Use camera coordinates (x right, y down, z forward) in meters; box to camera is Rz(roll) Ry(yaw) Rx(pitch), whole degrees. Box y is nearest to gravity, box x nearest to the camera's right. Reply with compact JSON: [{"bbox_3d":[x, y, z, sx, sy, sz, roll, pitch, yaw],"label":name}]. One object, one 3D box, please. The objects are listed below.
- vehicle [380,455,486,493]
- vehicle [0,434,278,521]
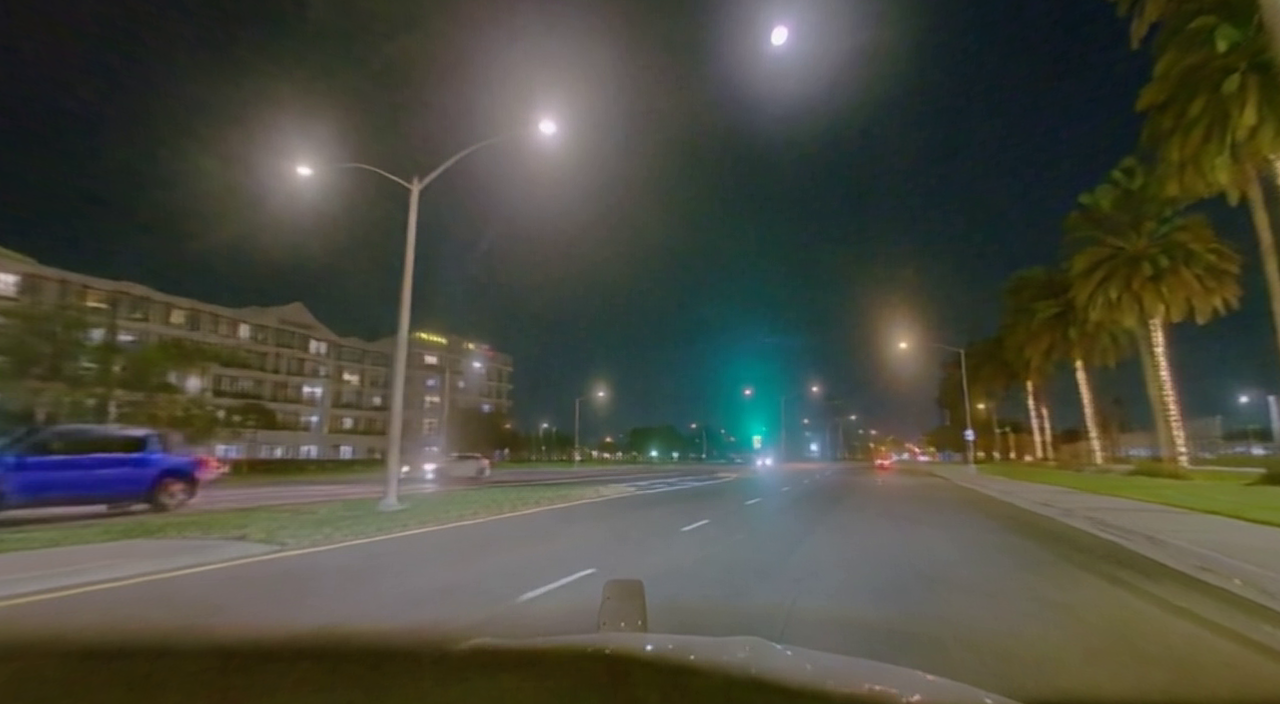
[{"bbox_3d":[-9.172,5.414,28.360,1.915,1.490,4.763,-3,-9,21],"label":"vehicle"},{"bbox_3d":[-13.271,3.233,16.960,2.273,1.890,5.841,-3,-9,19],"label":"vehicle"}]
